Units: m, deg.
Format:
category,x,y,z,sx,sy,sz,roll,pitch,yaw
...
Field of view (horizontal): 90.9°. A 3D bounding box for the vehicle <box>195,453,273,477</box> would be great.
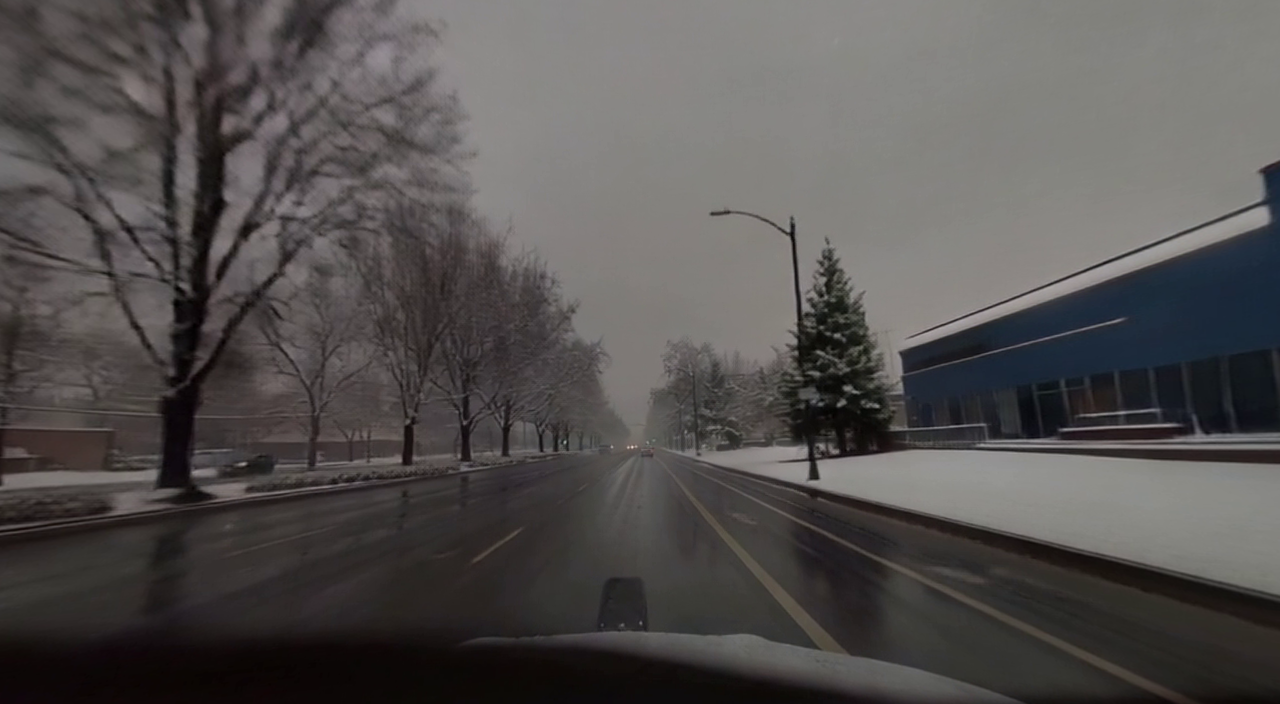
category,x,y,z,sx,sy,sz,roll,pitch,yaw
vehicle,-26.593,7.399,41.508,2.007,1.430,4.583,0,-9,1
